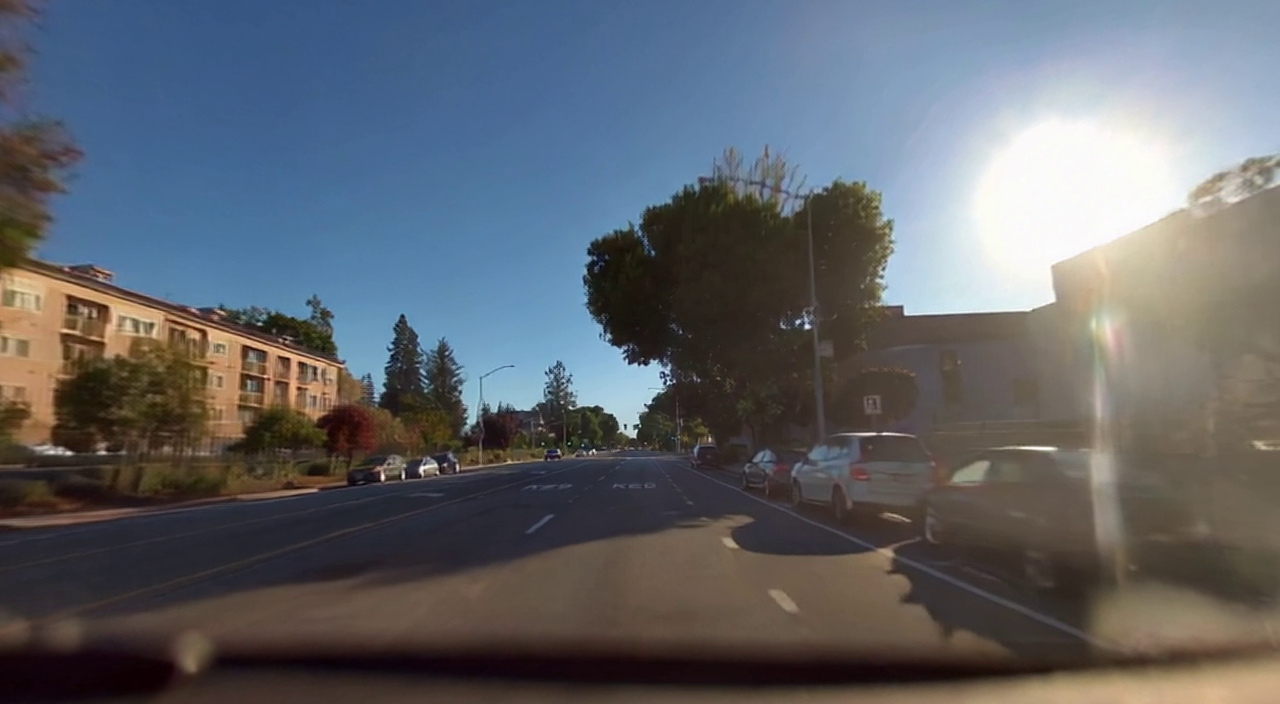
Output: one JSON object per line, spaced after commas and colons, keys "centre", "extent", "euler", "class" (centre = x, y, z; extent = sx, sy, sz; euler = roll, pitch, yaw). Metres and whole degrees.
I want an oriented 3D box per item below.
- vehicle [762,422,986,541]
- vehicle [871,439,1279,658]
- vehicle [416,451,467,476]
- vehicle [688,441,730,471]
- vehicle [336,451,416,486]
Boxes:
{"centre": [4.018, 2.316, 11.995], "extent": [2.338, 1.771, 4.680], "euler": [0, -8, -2], "class": "vehicle"}
{"centre": [4.206, 1.654, 6.558], "extent": [1.845, 1.443, 4.531], "euler": [0, -8, -1], "class": "vehicle"}
{"centre": [-13.886, 7.798, 44.405], "extent": [1.983, 1.608, 4.699], "euler": [0, -8, 1], "class": "vehicle"}
{"centre": [4.272, 6.548, 39.903], "extent": [2.220, 1.752, 4.782], "euler": [0, -8, 1], "class": "vehicle"}
{"centre": [-13.964, 6.170, 33.751], "extent": [2.163, 1.641, 4.875], "euler": [0, -8, 0], "class": "vehicle"}
